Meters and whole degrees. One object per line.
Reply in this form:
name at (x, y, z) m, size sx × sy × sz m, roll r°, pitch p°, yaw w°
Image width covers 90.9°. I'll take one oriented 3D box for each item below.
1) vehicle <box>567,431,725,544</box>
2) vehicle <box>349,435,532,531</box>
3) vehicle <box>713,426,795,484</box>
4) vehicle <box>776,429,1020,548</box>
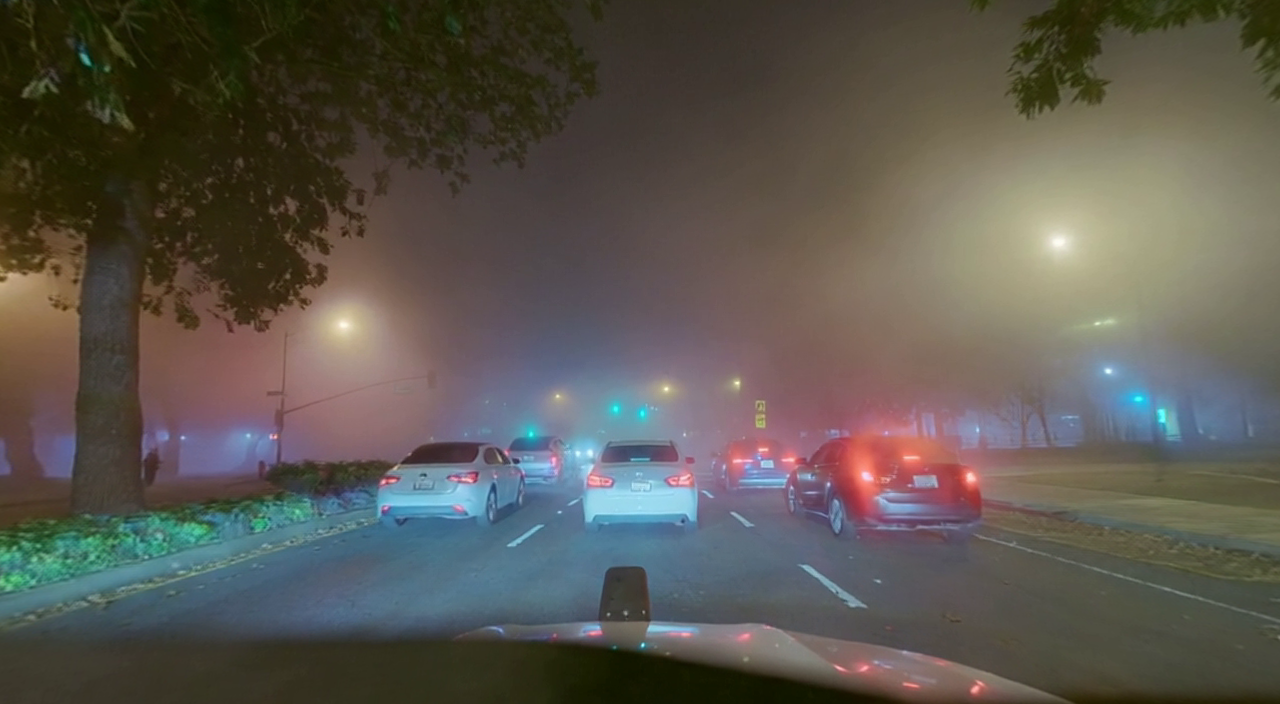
vehicle at (0.030, 2.098, 10.423) m, size 2.101 × 1.480 × 3.929 m, roll 0°, pitch -8°, yaw -1°
vehicle at (-3.435, 2.327, 11.811) m, size 2.002 × 1.465 × 4.098 m, roll 0°, pitch -8°, yaw 1°
vehicle at (4.189, 3.911, 24.211) m, size 2.142 × 1.957 × 5.443 m, roll 0°, pitch -8°, yaw 0°
vehicle at (3.762, 2.064, 10.268) m, size 1.990 × 1.486 × 4.431 m, roll 0°, pitch -8°, yaw -2°
